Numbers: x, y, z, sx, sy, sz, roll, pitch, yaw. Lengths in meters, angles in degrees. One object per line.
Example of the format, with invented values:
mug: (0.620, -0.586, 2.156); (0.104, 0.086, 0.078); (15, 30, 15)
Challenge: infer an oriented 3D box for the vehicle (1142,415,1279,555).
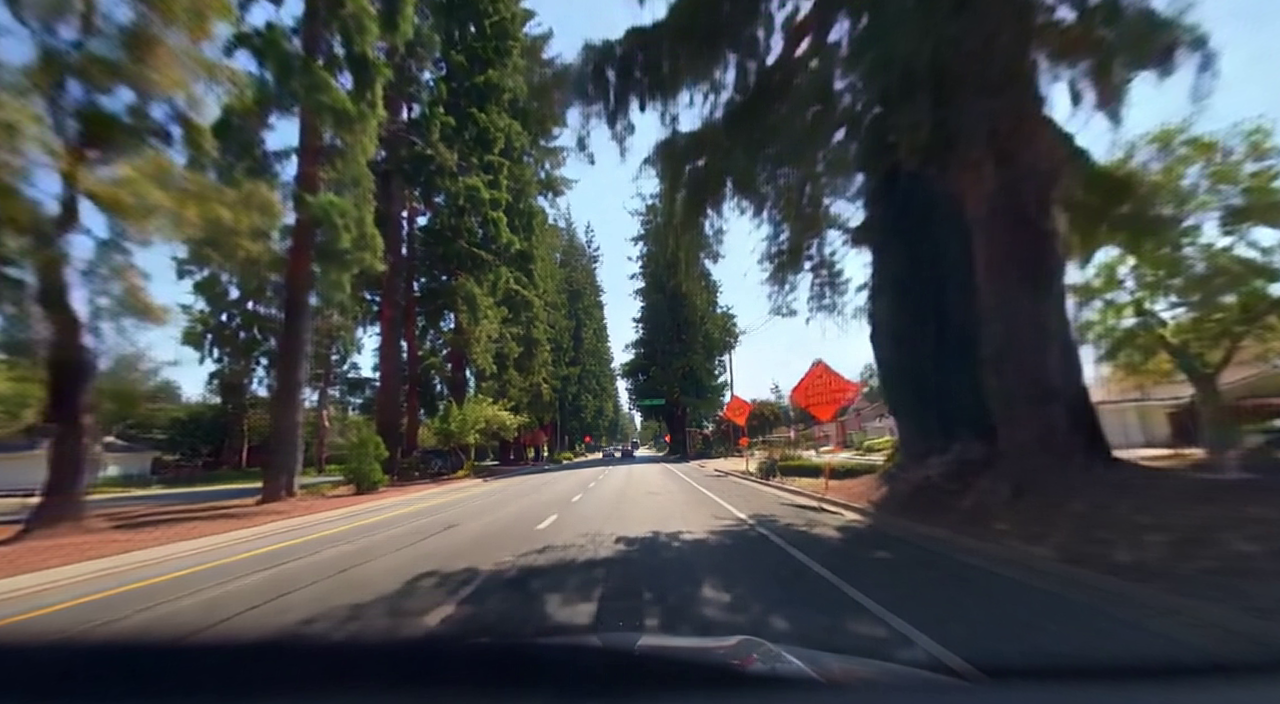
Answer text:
vehicle: (8.421, 1.504, 7.217); (1.891, 1.548, 4.121); (-5, -8, 0)

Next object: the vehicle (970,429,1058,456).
vehicle: (25.449, 6.187, 43.095); (4.601, 1.801, 2.122); (0, -9, 1)
